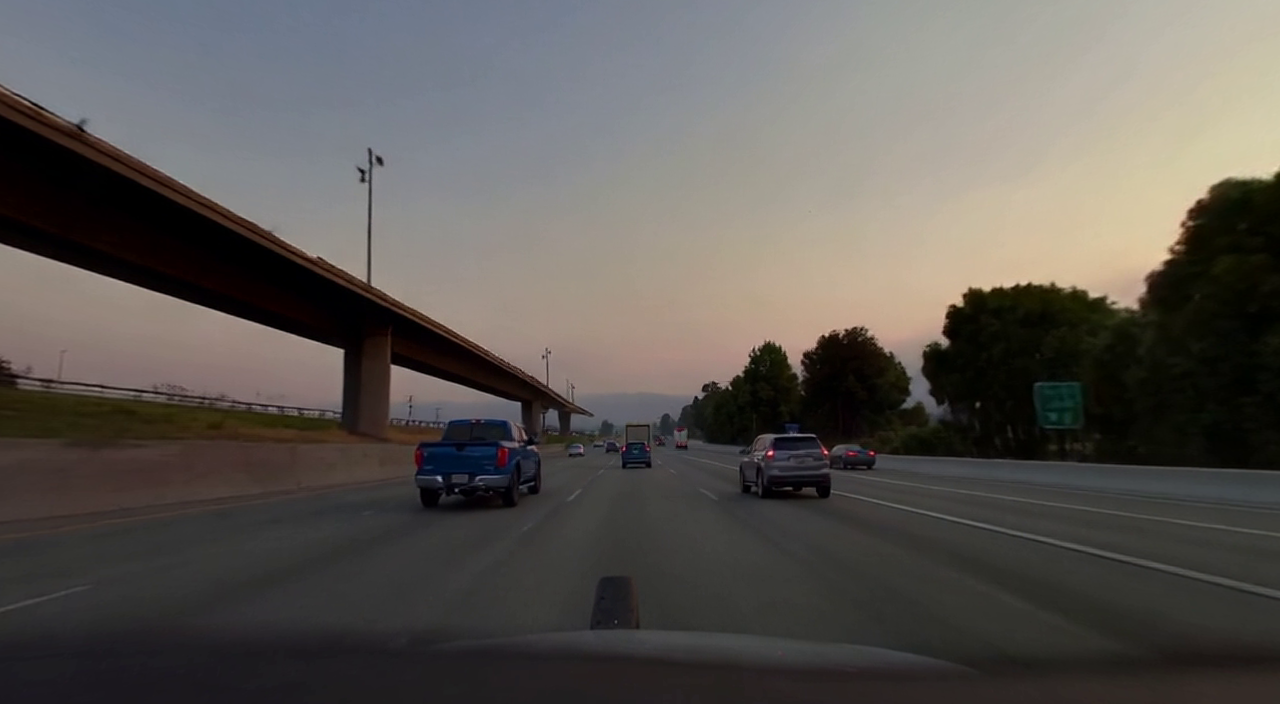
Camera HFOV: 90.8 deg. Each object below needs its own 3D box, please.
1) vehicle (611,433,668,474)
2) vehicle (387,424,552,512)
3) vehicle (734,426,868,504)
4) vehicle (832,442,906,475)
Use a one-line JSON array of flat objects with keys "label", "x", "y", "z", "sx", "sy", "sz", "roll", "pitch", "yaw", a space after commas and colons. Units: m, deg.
[{"label": "vehicle", "x": -0.026, "y": 5.033, "z": 31.526, "sx": 2.572, "sy": 1.837, "sz": 5.693, "roll": 0, "pitch": -9, "yaw": 0}, {"label": "vehicle", "x": -3.691, "y": 2.674, "z": 14.966, "sx": 2.535, "sy": 1.715, "sz": 5.030, "roll": 0, "pitch": -9, "yaw": 0}, {"label": "vehicle", "x": 3.748, "y": 2.733, "z": 15.554, "sx": 2.119, "sy": 1.653, "sz": 4.000, "roll": 0, "pitch": -9, "yaw": -2}, {"label": "vehicle", "x": 11.092, "y": 5.184, "z": 30.948, "sx": 1.961, "sy": 1.480, "sz": 4.331, "roll": 0, "pitch": -9, "yaw": -1}]
